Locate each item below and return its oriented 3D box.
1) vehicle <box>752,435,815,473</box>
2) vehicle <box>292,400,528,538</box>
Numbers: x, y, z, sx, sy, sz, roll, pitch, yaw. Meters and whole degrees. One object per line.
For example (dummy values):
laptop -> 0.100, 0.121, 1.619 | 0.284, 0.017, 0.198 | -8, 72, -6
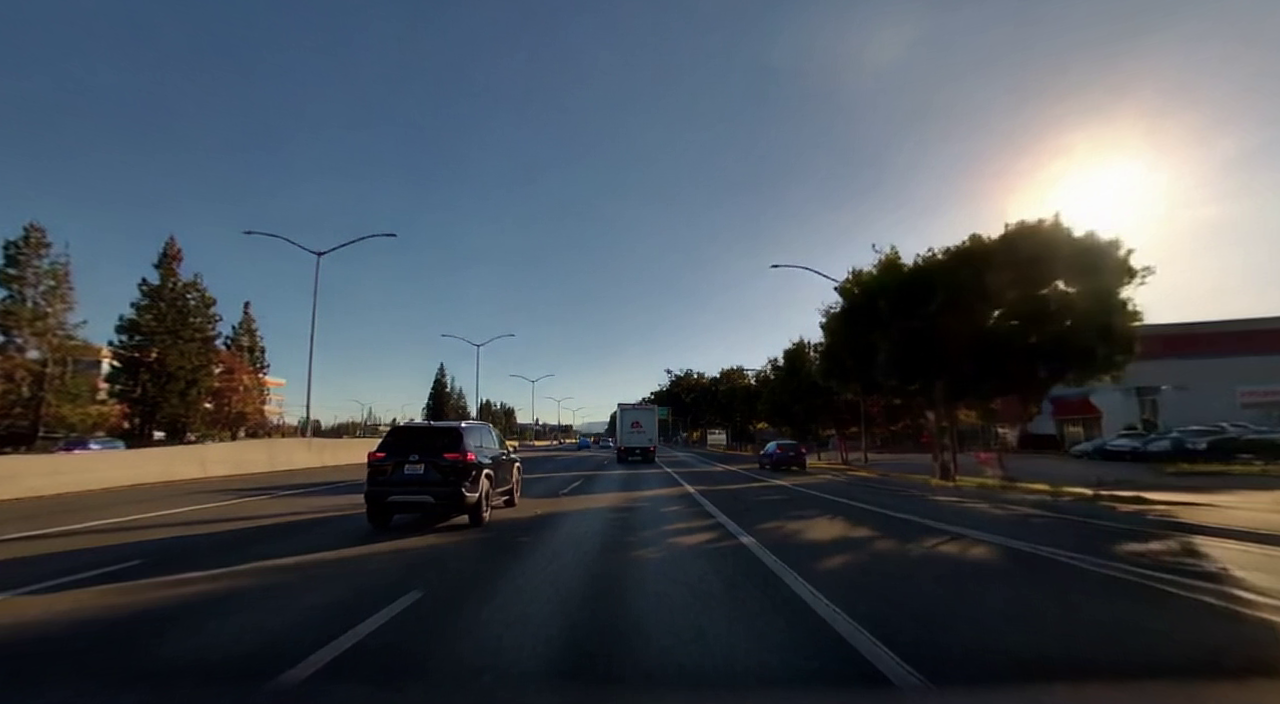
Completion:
vehicle -> 6.824, 4.898, 30.325 | 1.958, 1.681, 4.109 | 0, -9, -2
vehicle -> -3.510, 1.930, 10.895 | 2.178, 1.826, 4.933 | 0, -9, 1
